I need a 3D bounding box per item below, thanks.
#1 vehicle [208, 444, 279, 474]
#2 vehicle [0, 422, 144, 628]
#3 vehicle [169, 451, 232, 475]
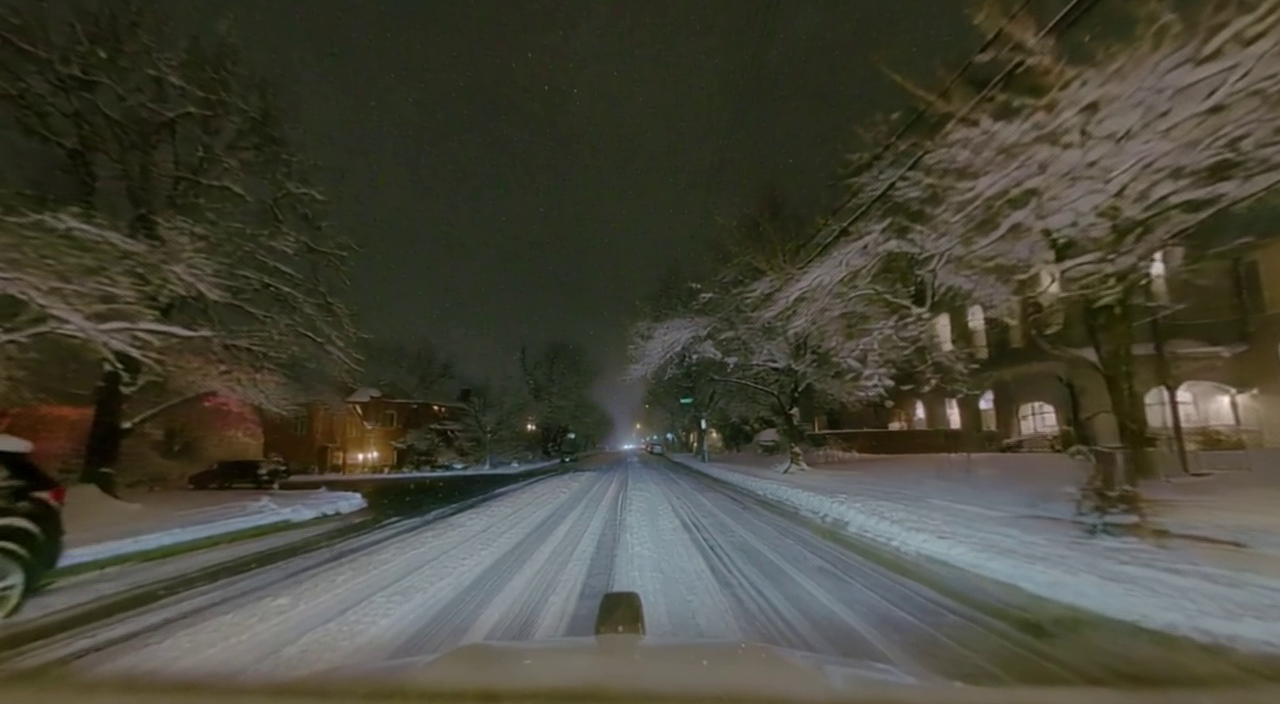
[{"bbox_3d":[-27.894,7.523,44.670,1.906,2.020,5.006,0,-9,-3],"label":"vehicle"},{"bbox_3d":[-6.485,1.321,4.350,2.078,1.745,5.119,0,-9,-2],"label":"vehicle"},{"bbox_3d":[-30.730,7.743,44.338,1.858,1.538,4.217,1,-9,-8],"label":"vehicle"}]
